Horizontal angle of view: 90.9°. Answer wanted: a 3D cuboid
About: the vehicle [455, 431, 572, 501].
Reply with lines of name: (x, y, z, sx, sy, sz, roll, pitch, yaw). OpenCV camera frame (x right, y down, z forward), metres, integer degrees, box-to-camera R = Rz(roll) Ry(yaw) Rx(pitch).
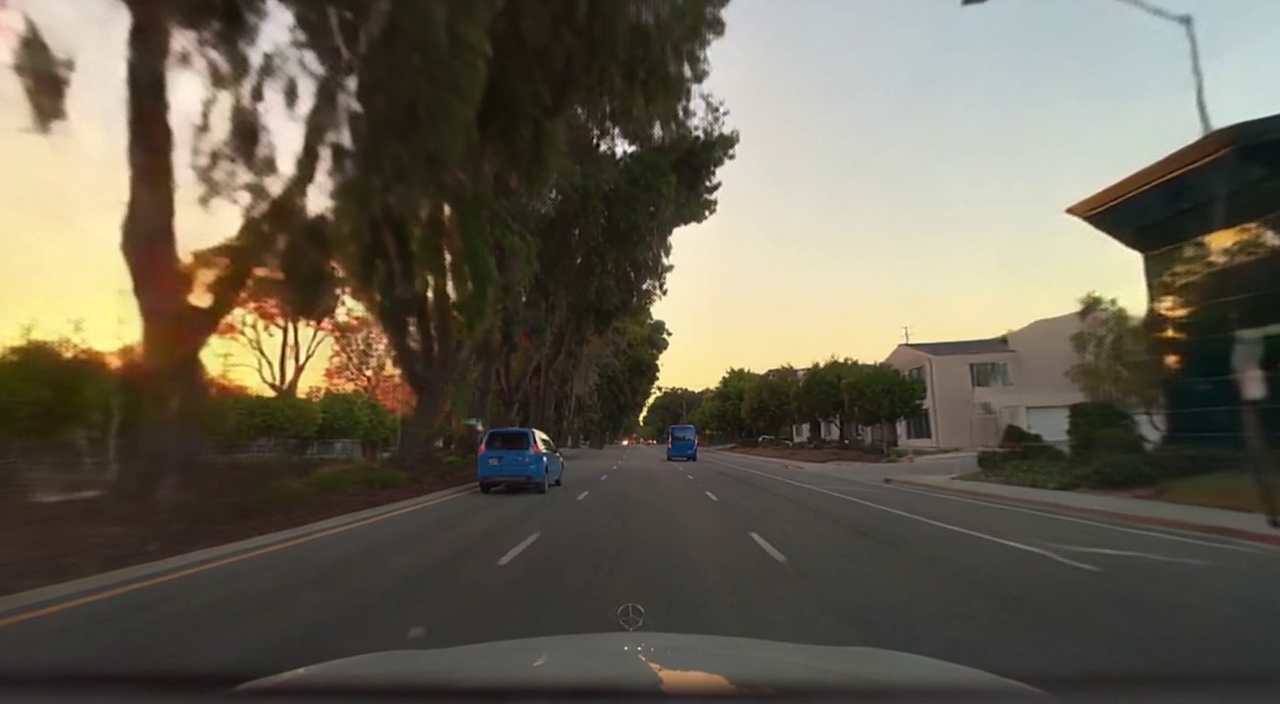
vehicle: (-3.176, 2.973, 16.877, 2.129, 1.602, 4.532, 0, -8, 1)

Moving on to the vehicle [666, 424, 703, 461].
vehicle: (3.349, 7.044, 48.762, 2.349, 2.671, 5.744, 0, -8, -1)
